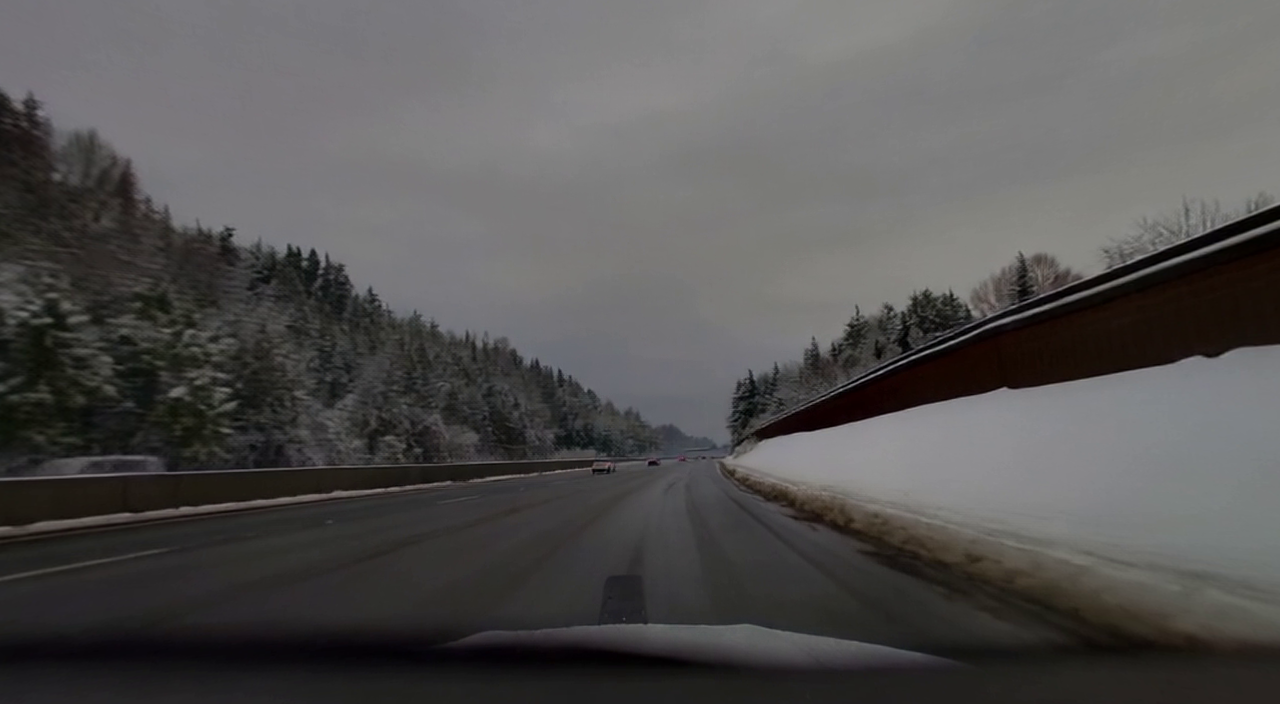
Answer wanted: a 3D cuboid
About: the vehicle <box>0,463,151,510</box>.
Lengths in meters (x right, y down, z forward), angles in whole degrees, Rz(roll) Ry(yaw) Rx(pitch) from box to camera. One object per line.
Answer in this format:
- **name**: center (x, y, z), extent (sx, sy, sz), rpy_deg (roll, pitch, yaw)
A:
- **vehicle**: center (-18.832, 4.276, 20.415), extent (1.793, 1.238, 4.760), rpy_deg (-2, -9, 7)
